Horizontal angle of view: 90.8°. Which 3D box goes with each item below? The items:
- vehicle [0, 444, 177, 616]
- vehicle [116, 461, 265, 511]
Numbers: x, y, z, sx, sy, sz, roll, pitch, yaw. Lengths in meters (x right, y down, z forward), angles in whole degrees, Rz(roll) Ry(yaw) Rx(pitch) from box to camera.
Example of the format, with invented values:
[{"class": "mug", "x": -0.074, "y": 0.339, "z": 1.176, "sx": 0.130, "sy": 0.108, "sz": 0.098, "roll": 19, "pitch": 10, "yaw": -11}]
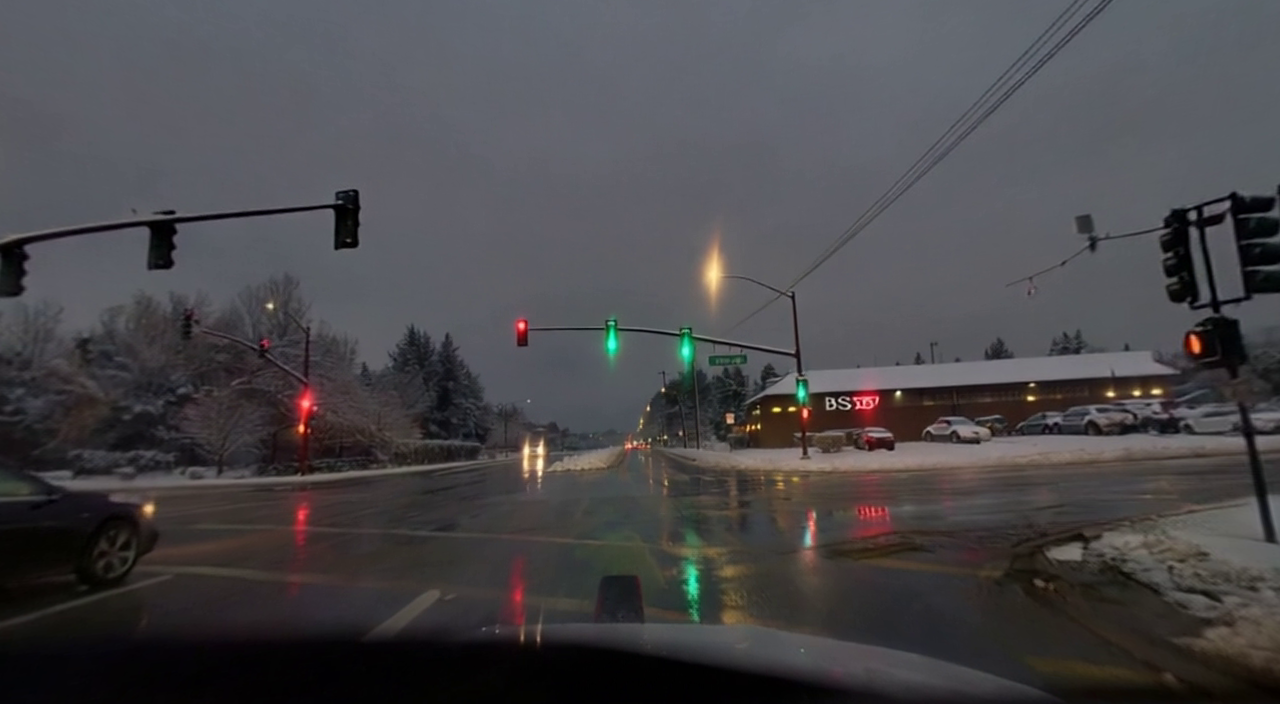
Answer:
[{"class": "vehicle", "x": -6.431, "y": 1.527, "z": 5.365, "sx": 1.928, "sy": 1.451, "sz": 4.219, "roll": 0, "pitch": -9, "yaw": -3}, {"class": "vehicle", "x": -17.206, "y": 5.127, "z": 24.358, "sx": 4.298, "sy": 1.466, "sz": 1.921, "roll": -4, "pitch": -9, "yaw": -2}]
